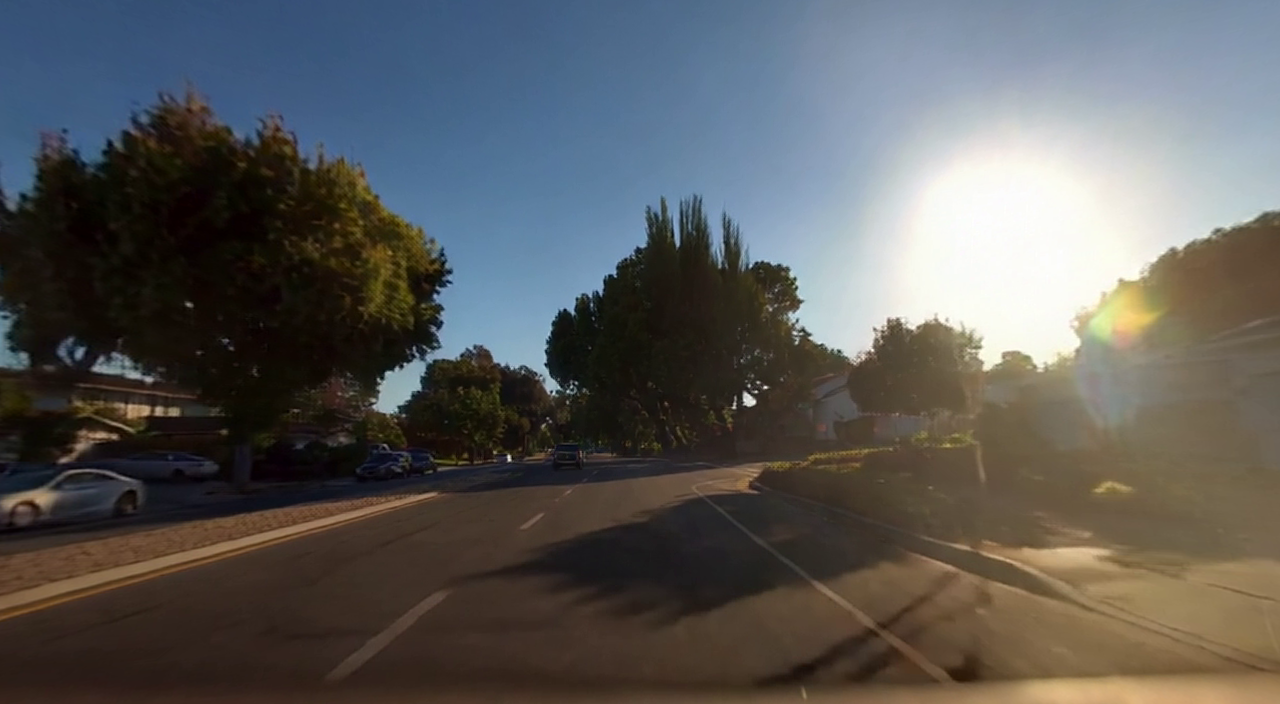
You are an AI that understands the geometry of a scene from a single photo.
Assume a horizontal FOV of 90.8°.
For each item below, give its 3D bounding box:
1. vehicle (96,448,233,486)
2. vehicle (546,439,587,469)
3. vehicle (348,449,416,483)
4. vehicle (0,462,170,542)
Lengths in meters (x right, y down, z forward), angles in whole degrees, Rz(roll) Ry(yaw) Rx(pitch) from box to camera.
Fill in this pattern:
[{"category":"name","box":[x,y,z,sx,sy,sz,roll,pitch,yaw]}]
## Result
[{"category":"vehicle","box":[-22.290,5.379,29.752,4.887,1.711,2.014,0,-8,4]},{"category":"vehicle","box":[-4.577,6.431,39.986,2.135,1.731,4.232,0,-8,-1]},{"category":"vehicle","box":[-14.476,6.398,35.736,1.966,1.760,4.604,0,-8,-1]},{"category":"vehicle","box":[-14.221,3.515,15.399,1.900,1.494,4.730,0,-8,-1]}]
